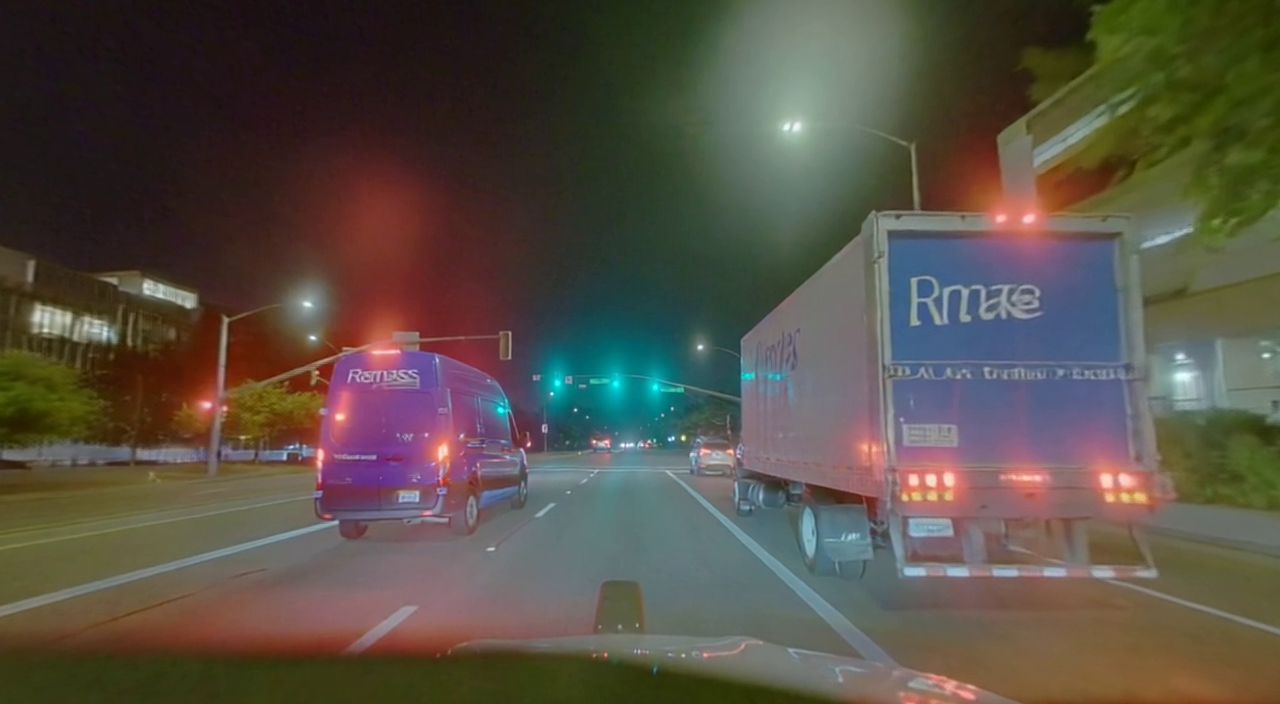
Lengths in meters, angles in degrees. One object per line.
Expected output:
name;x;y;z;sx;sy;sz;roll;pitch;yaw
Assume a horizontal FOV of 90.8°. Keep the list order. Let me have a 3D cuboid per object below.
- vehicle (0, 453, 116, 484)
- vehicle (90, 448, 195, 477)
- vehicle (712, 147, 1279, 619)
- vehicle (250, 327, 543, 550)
vehicle;-31.071;6.159;33.527;4.535;1.467;2.021;4;-9;-27
vehicle;-30.909;6.868;39.463;4.811;1.675;1.875;5;-10;-30
vehicle;3.155;0.873;9.580;2.861;3.525;9.858;0;-9;0
vehicle;-3.540;1.555;11.220;2.443;2.784;6.493;0;-9;1
